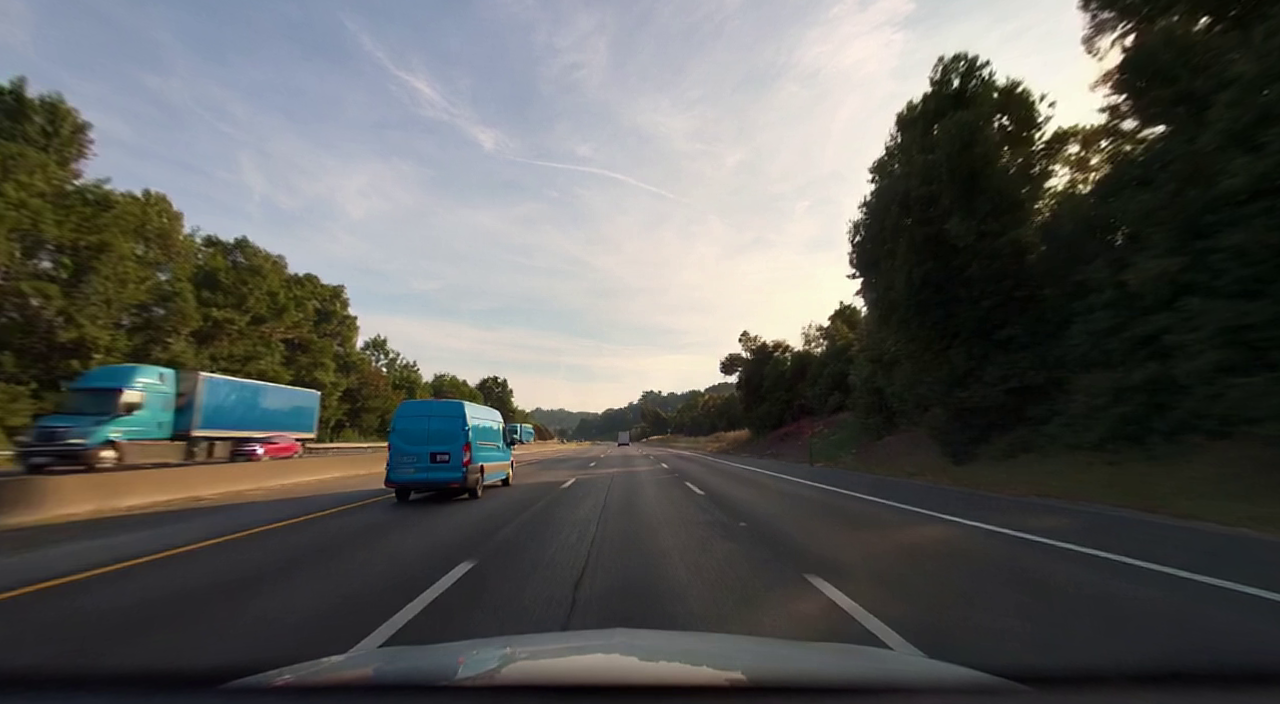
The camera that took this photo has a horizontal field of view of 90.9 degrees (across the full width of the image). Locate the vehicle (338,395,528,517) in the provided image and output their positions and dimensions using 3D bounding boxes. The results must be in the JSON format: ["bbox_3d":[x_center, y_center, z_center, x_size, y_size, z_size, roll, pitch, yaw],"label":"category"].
[{"bbox_3d":[-3.847,2.038,12.833,2.297,2.011,4.736,0,-8,-1],"label":"vehicle"}]

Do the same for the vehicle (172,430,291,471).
[{"bbox_3d":[-15.982,3.875,24.999,1.833,1.463,4.463,0,-8,-2],"label":"vehicle"}]

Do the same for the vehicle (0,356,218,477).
[{"bbox_3d":[-19.611,2.514,23.895,2.967,4.021,5.937,0,-8,-1],"label":"vehicle"}]
